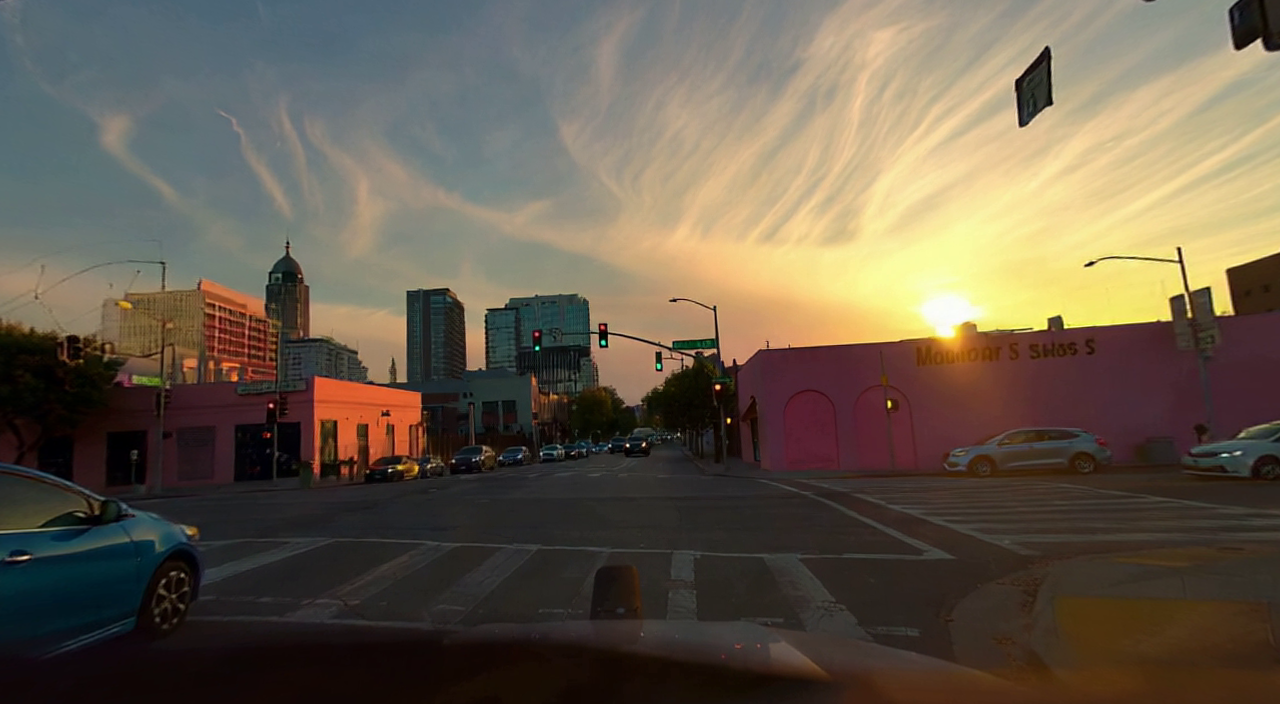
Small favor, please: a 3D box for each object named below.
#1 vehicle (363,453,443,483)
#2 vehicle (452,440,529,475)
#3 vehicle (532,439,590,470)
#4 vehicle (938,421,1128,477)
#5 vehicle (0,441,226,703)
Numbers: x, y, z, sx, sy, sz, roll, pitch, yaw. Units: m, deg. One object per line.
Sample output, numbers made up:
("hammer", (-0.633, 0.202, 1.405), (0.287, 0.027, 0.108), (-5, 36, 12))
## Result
("vehicle", (-12.616, 6.167, 33.855), (1.976, 1.425, 4.567), (-1, -9, 9))
("vehicle", (-8.405, 5.973, 36.045), (2.152, 1.825, 5.406), (-2, -9, 12))
("vehicle", (-4.524, 5.977, 36.870), (1.928, 1.647, 4.575), (-2, -9, 13))
("vehicle", (11.552, 2.891, 18.802), (4.355, 1.546, 1.820), (-1, -9, 6))
("vehicle", (-3.744, 0.967, 2.142), (1.759, 1.325, 4.295), (0, -9, 0))
